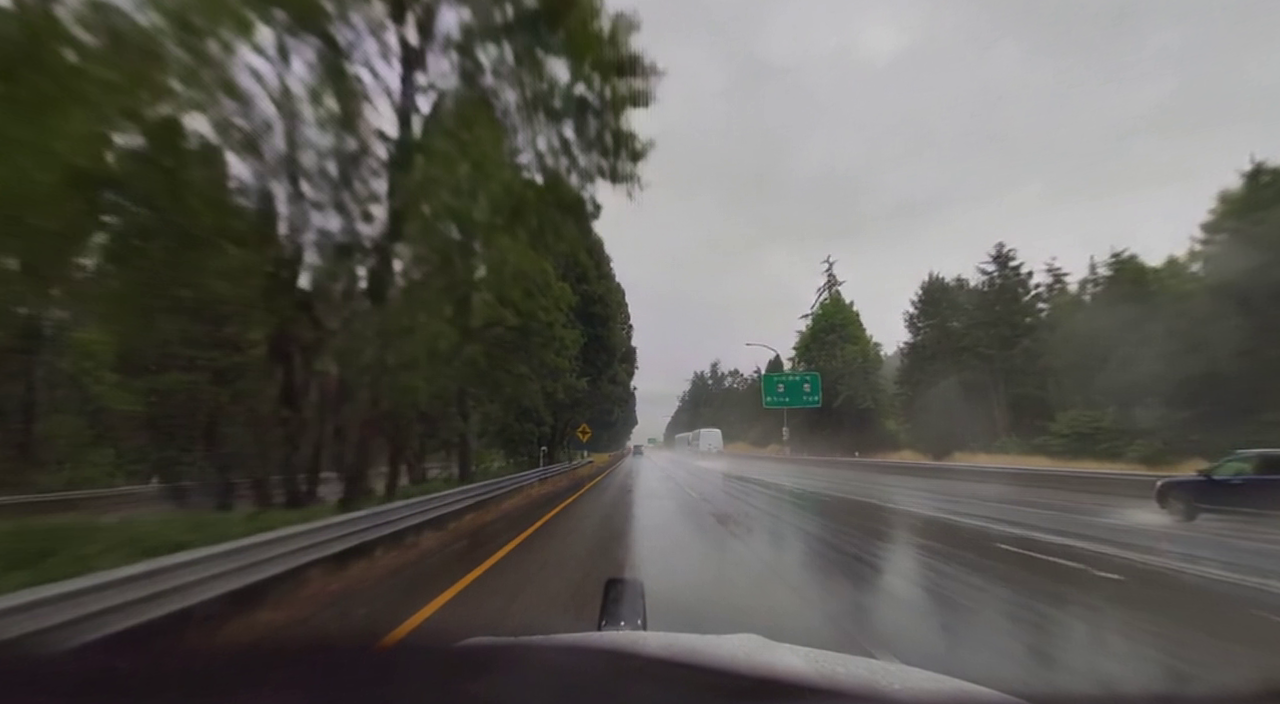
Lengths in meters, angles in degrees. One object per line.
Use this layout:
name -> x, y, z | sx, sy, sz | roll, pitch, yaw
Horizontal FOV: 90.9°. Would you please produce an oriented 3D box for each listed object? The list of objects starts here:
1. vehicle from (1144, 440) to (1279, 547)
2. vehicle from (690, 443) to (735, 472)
vehicle -> 9.353, 1.891, 8.488 | 1.926, 1.386, 3.719 | 0, -9, -3
vehicle -> 4.218, 6.246, 37.456 | 2.058, 1.605, 4.116 | 0, -9, -2
